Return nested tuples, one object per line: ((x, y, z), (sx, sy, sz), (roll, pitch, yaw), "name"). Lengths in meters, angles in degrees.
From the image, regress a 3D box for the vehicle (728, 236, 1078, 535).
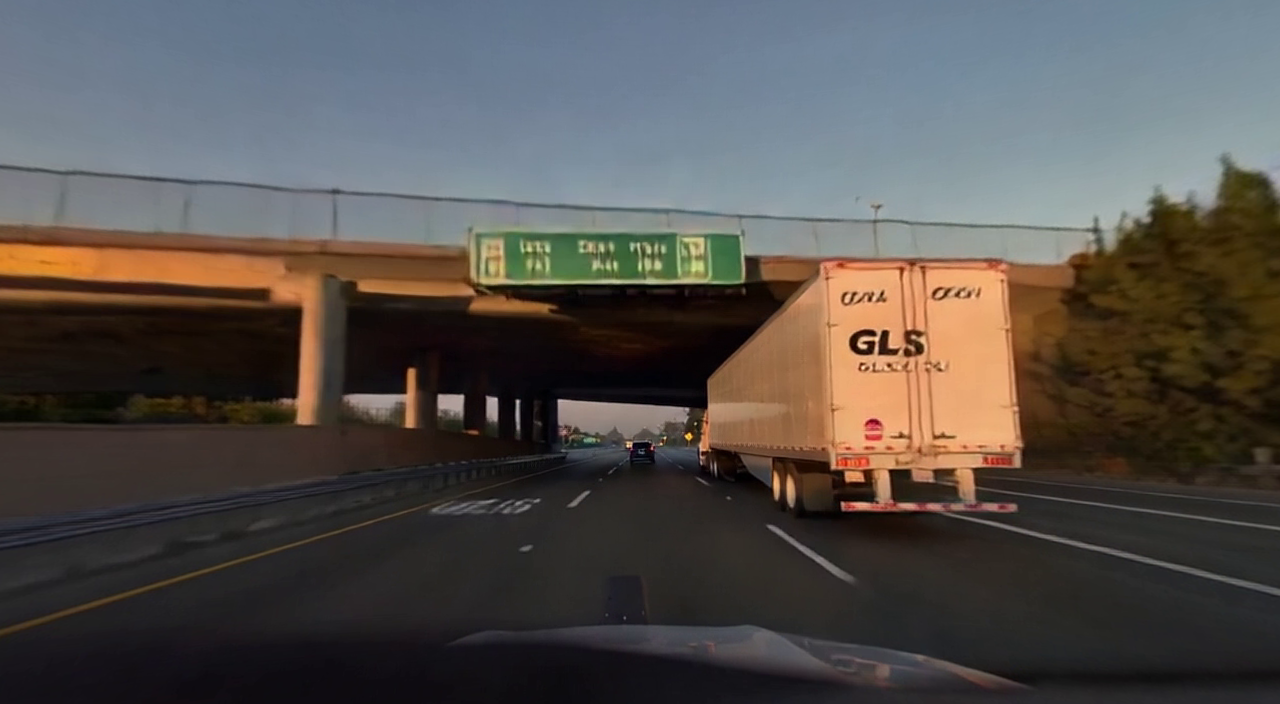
((4.219, 1.133, 13.675), (3.014, 4.068, 10.359), (0, -8, 0), "vehicle")

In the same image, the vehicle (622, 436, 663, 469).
((0.142, 5.328, 33.621), (2.050, 1.654, 4.192), (0, -8, 0), "vehicle")
